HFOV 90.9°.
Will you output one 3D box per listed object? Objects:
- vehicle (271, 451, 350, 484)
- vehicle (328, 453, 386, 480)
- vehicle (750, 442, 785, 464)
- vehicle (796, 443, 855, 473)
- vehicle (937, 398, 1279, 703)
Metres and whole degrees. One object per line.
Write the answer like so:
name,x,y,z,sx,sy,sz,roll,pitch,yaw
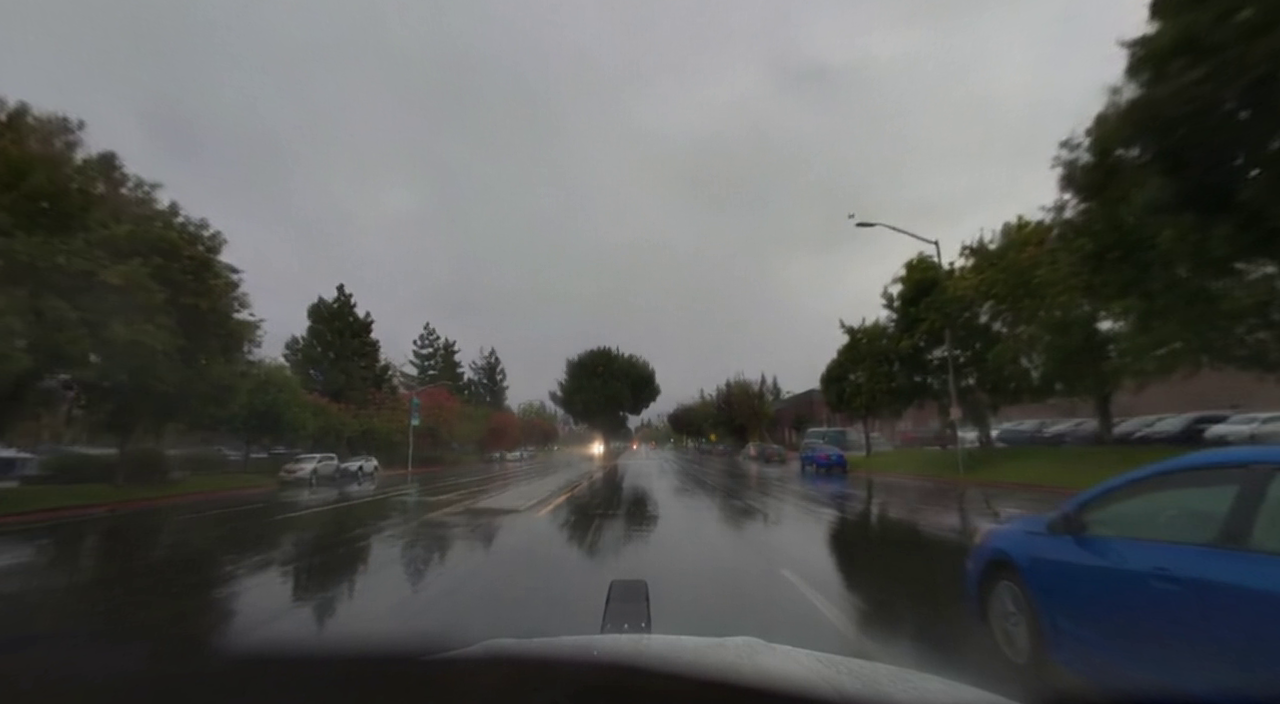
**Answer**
vehicle,-18.523,6.465,35.715,1.993,1.686,4.698,0,-8,-1
vehicle,-18.386,7.442,41.170,1.828,1.457,4.292,-3,-7,0
vehicle,9.912,7.835,49.161,1.889,1.629,4.072,0,-8,0
vehicle,9.976,5.709,34.218,1.889,1.472,4.304,0,-8,0
vehicle,3.153,0.884,2.102,2.141,1.443,4.499,0,-8,0
